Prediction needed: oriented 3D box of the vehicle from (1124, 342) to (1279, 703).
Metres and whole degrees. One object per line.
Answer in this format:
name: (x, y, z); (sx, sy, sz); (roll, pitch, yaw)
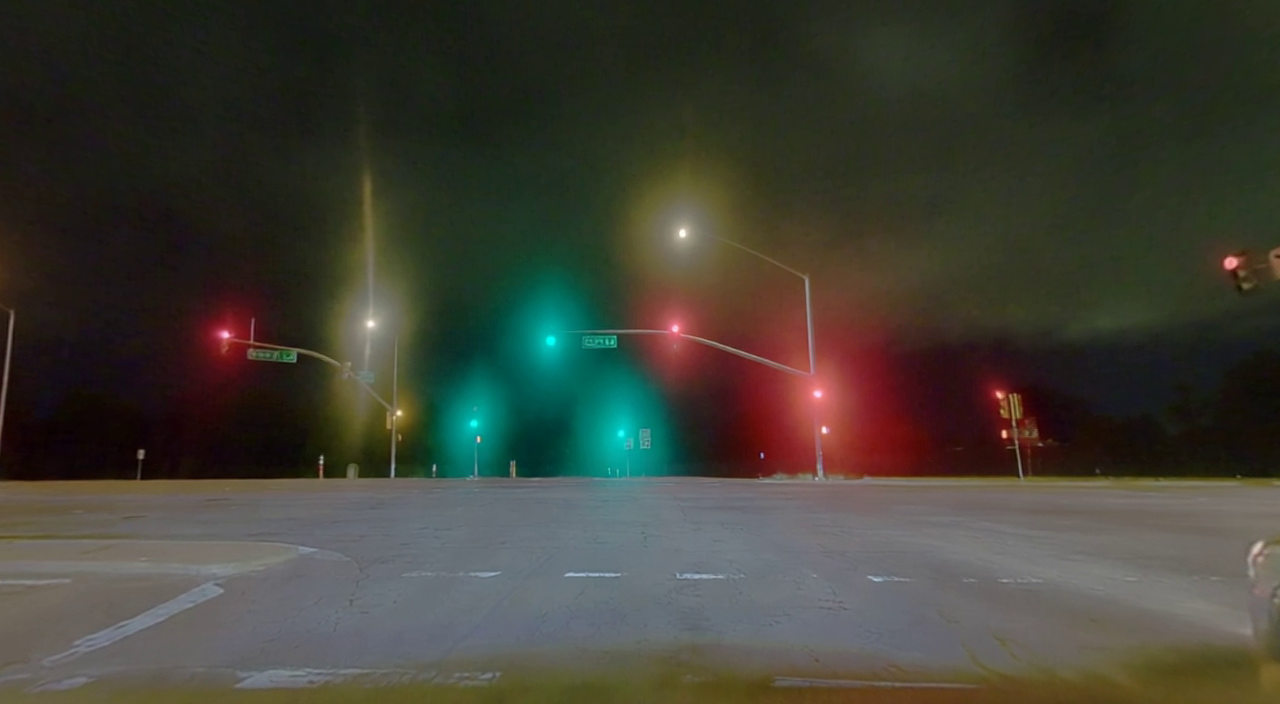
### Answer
vehicle: (3.062, 0.571, 0.588); (1.938, 1.648, 4.211); (-1, -8, 2)
